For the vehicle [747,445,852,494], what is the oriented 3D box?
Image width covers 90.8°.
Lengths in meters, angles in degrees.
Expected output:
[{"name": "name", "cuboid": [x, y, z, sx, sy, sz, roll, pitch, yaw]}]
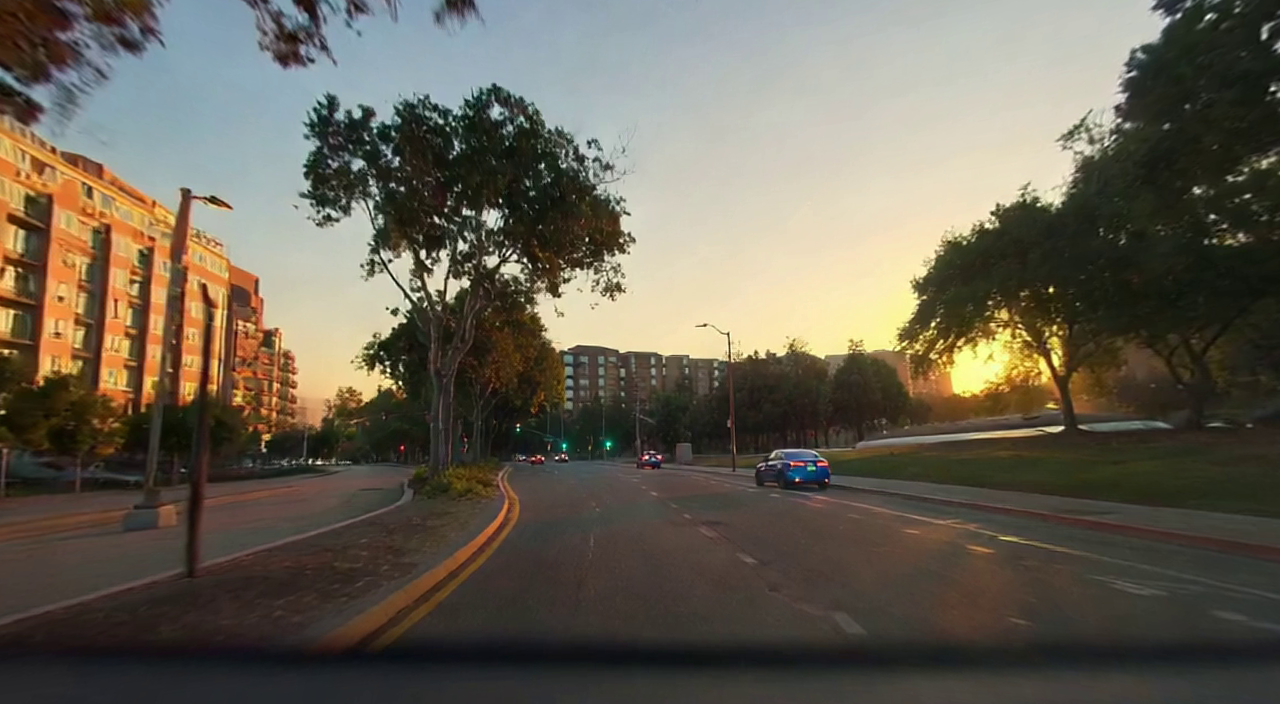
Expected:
[{"name": "vehicle", "cuboid": [5.392, 4.021, 22.200, 1.984, 1.479, 5.102, 1, -8, -5]}]
